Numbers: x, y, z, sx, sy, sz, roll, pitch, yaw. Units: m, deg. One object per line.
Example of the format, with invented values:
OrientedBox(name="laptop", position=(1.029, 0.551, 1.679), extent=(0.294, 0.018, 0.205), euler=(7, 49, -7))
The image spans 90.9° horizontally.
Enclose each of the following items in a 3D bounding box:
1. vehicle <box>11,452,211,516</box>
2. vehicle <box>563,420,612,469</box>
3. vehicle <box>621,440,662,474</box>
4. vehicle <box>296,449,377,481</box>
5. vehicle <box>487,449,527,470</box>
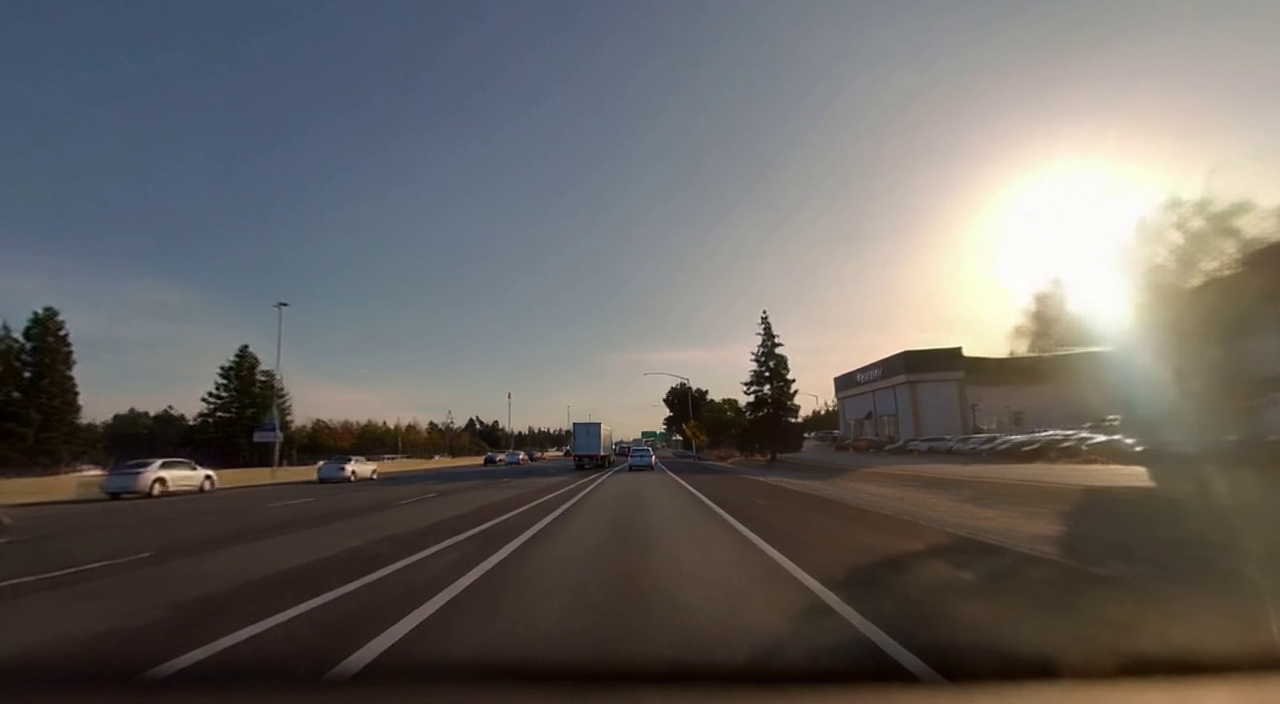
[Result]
OrientedBox(name="vehicle", position=(-14.690, 3.633, 17.924), extent=(1.805, 1.508, 4.331), euler=(0, -8, 2))
OrientedBox(name="vehicle", position=(-3.936, 7.202, 49.039), extent=(2.796, 3.426, 8.553), euler=(0, -8, 2))
OrientedBox(name="vehicle", position=(0.110, 6.045, 36.589), extent=(2.227, 1.794, 4.646), euler=(0, -8, 1))
OrientedBox(name="vehicle", position=(-17.590, 6.543, 36.850), extent=(2.076, 1.709, 4.893), euler=(-1, -8, 3))
OrientedBox(name="vehicle", position=(-10.424, 8.465, 49.807), extent=(1.928, 1.480, 4.823), euler=(0, -8, 2))
